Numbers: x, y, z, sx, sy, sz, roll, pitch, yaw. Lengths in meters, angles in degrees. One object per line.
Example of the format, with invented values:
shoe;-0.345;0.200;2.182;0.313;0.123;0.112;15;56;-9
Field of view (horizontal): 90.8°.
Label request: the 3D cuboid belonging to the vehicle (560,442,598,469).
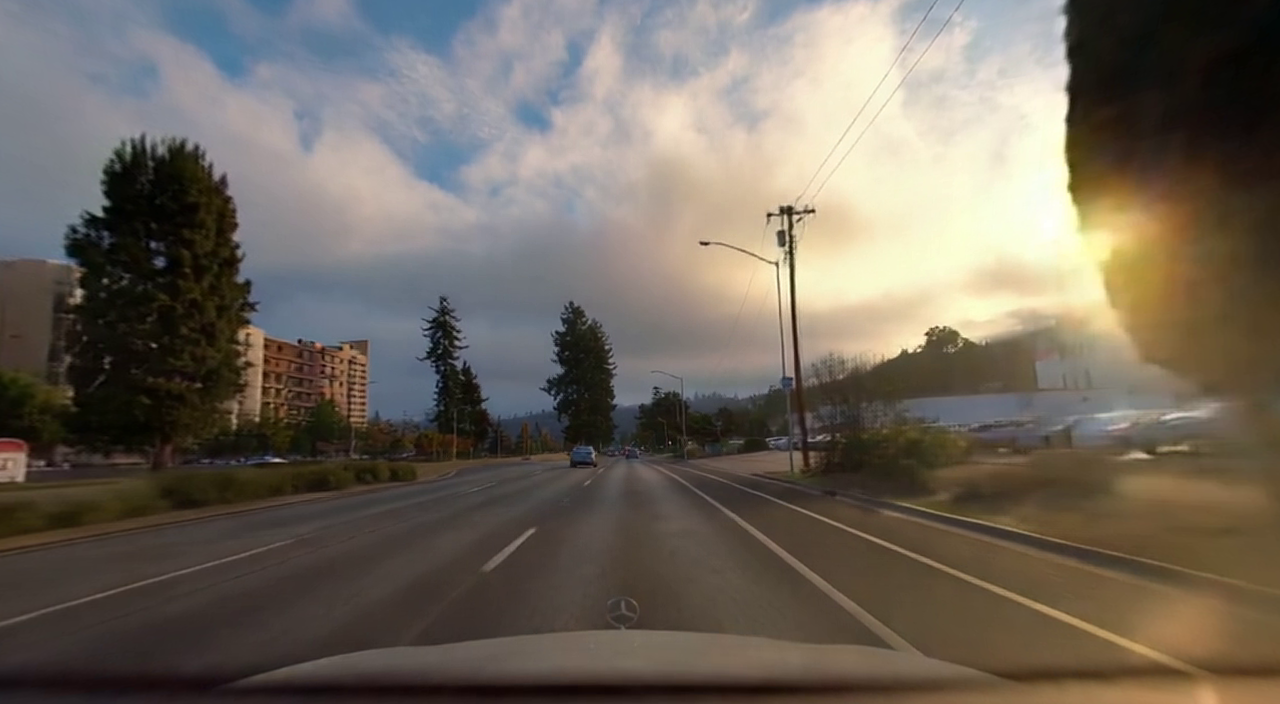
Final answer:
vehicle;-3.953;6.790;41.441;2.121;1.654;3.993;0;-9;-1
